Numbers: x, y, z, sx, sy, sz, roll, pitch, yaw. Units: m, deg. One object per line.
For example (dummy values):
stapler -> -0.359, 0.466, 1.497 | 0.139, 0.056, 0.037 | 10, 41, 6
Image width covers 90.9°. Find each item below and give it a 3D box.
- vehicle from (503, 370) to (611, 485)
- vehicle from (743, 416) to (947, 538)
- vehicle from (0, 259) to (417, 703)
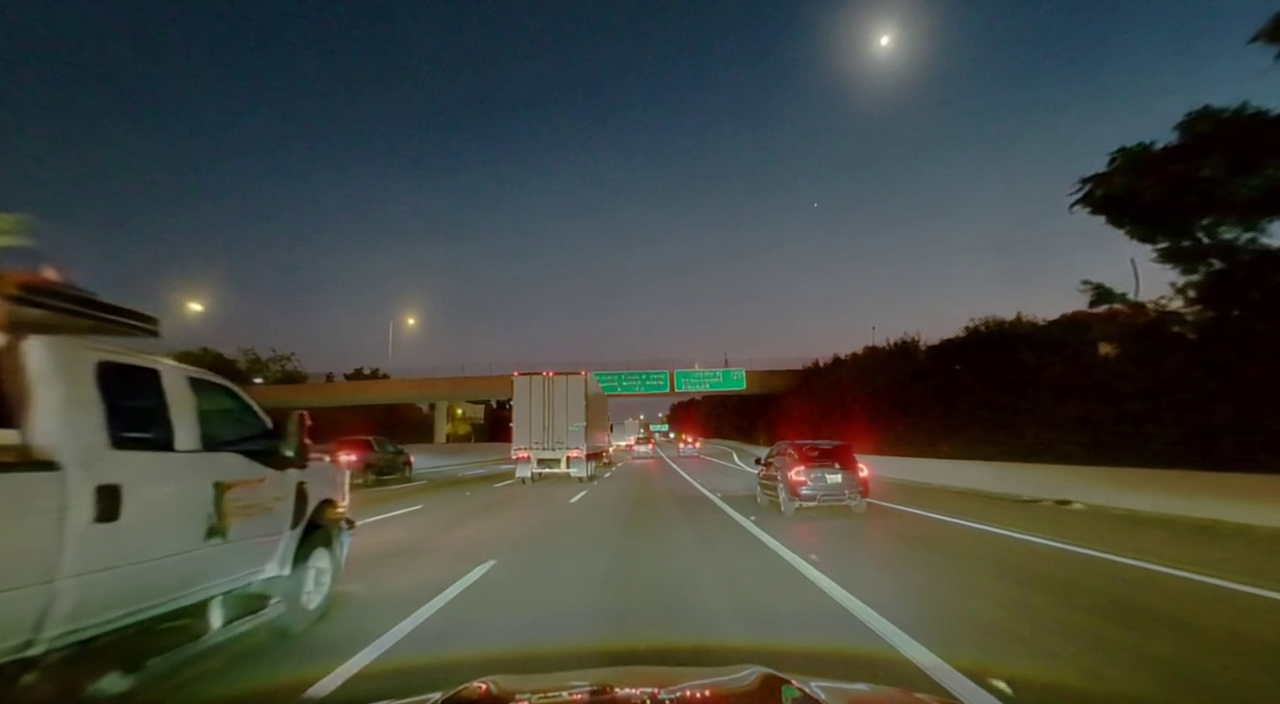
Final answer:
vehicle -> -3.328, 3.816, 30.445 | 2.869, 4.108, 15.564 | 0, -8, 1
vehicle -> 3.194, 2.048, 10.935 | 2.028, 1.658, 4.334 | 0, -8, -1
vehicle -> -3.590, 0.796, 2.929 | 2.645, 2.023, 6.491 | 0, -8, 1
